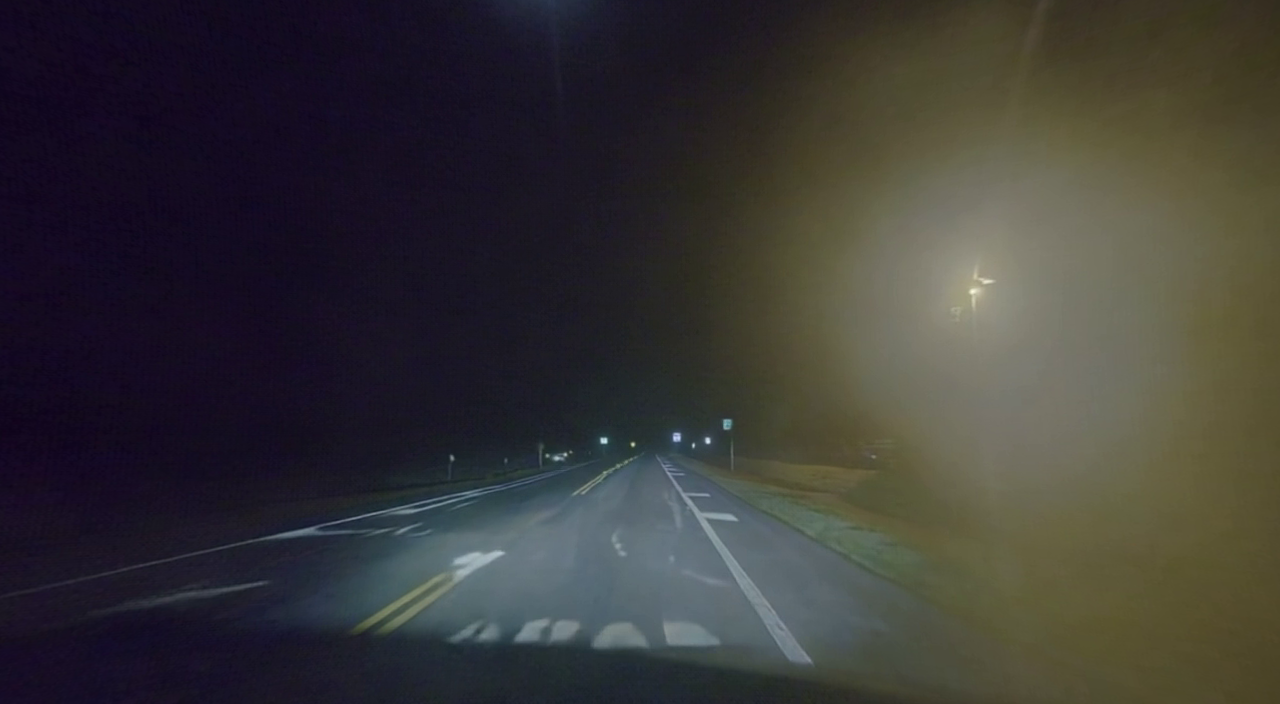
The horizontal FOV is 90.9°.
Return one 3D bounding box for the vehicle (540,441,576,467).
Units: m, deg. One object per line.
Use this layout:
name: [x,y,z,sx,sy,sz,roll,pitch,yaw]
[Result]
vehicle: [-6.026,7.581,46.592,1.992,1.797,4.372,-1,-10,1]
